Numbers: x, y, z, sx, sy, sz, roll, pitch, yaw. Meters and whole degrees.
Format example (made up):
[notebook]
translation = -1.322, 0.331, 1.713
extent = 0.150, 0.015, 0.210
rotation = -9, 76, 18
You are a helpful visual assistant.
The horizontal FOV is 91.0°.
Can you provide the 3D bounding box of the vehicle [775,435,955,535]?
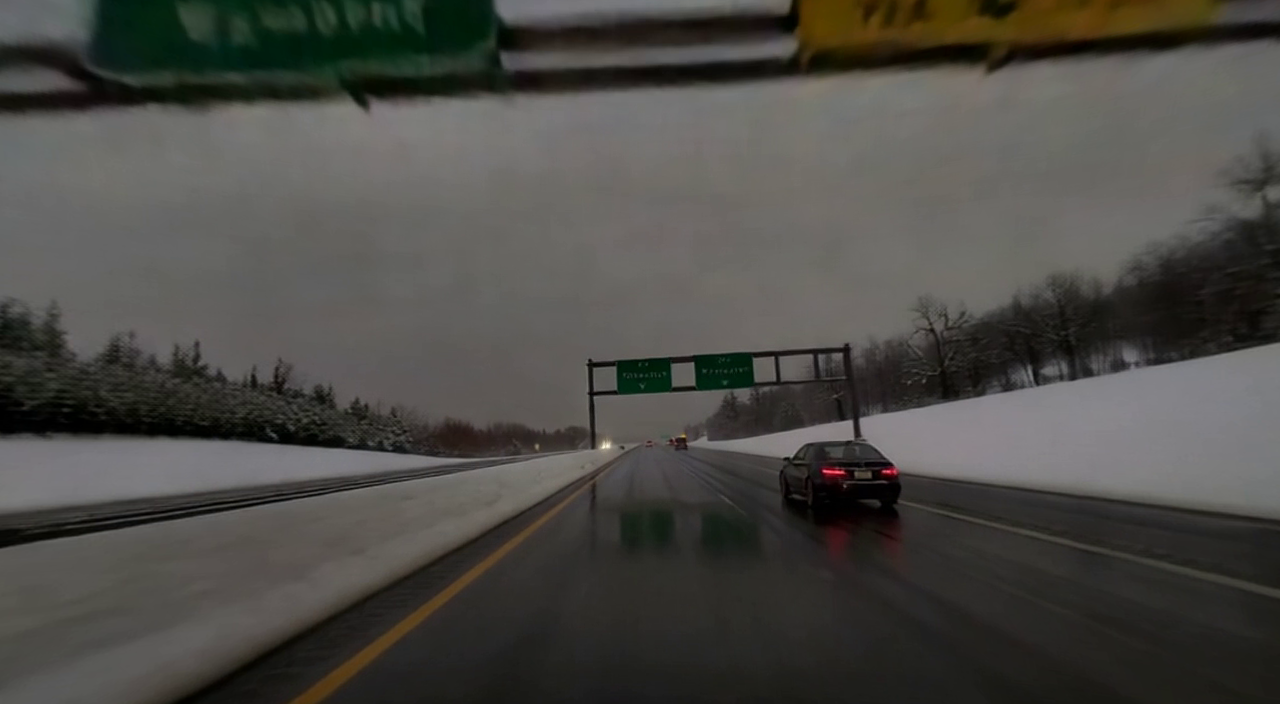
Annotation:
[vehicle]
translation = 3.655, 2.191, 11.015
extent = 1.683, 1.400, 3.868
rotation = 0, -8, -1
